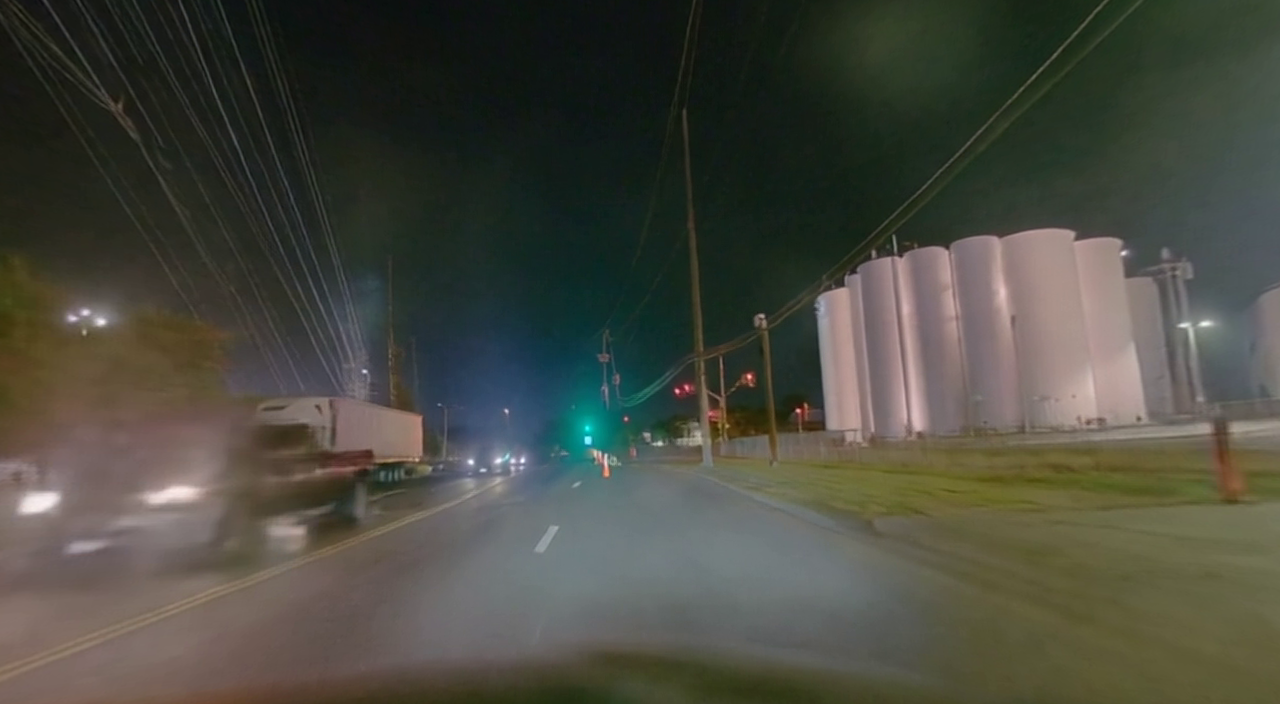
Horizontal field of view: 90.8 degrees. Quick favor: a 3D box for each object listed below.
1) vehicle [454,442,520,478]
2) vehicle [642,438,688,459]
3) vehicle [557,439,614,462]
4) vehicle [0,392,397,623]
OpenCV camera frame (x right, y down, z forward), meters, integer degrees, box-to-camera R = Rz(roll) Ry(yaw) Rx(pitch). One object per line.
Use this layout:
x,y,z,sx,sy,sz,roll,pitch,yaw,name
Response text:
-6.732,4.795,28.339,2.117,1.484,4.544,0,-9,-4,vehicle
1.944,7.340,48.021,2.053,1.477,4.218,-4,-9,25,vehicle
-4.143,7.587,48.797,1.944,1.645,4.701,-5,-10,32,vehicle
-5.152,1.616,7.691,2.282,1.809,5.297,0,-8,0,vehicle
